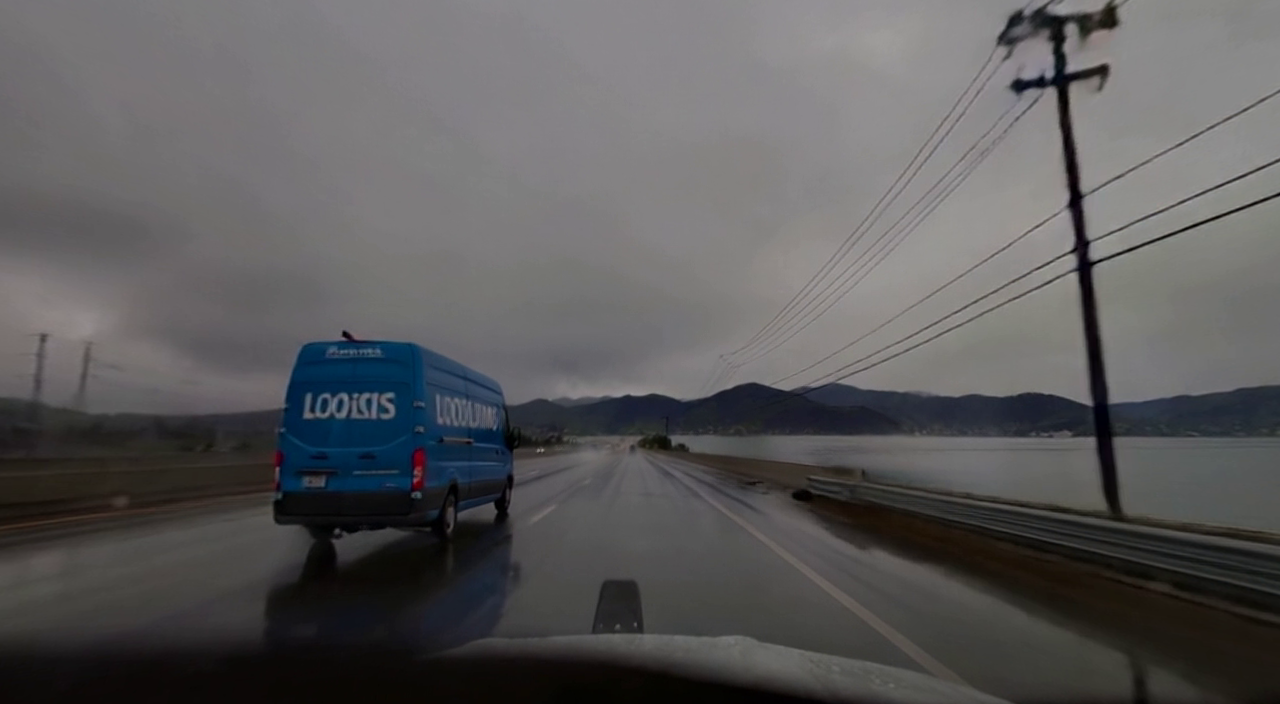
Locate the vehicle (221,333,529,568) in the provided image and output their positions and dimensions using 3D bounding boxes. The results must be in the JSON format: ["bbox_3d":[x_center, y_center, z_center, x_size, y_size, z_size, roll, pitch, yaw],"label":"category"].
[{"bbox_3d":[-3.668,1.613,10.748,2.331,2.757,6.581,0,-8,0],"label":"vehicle"}]
